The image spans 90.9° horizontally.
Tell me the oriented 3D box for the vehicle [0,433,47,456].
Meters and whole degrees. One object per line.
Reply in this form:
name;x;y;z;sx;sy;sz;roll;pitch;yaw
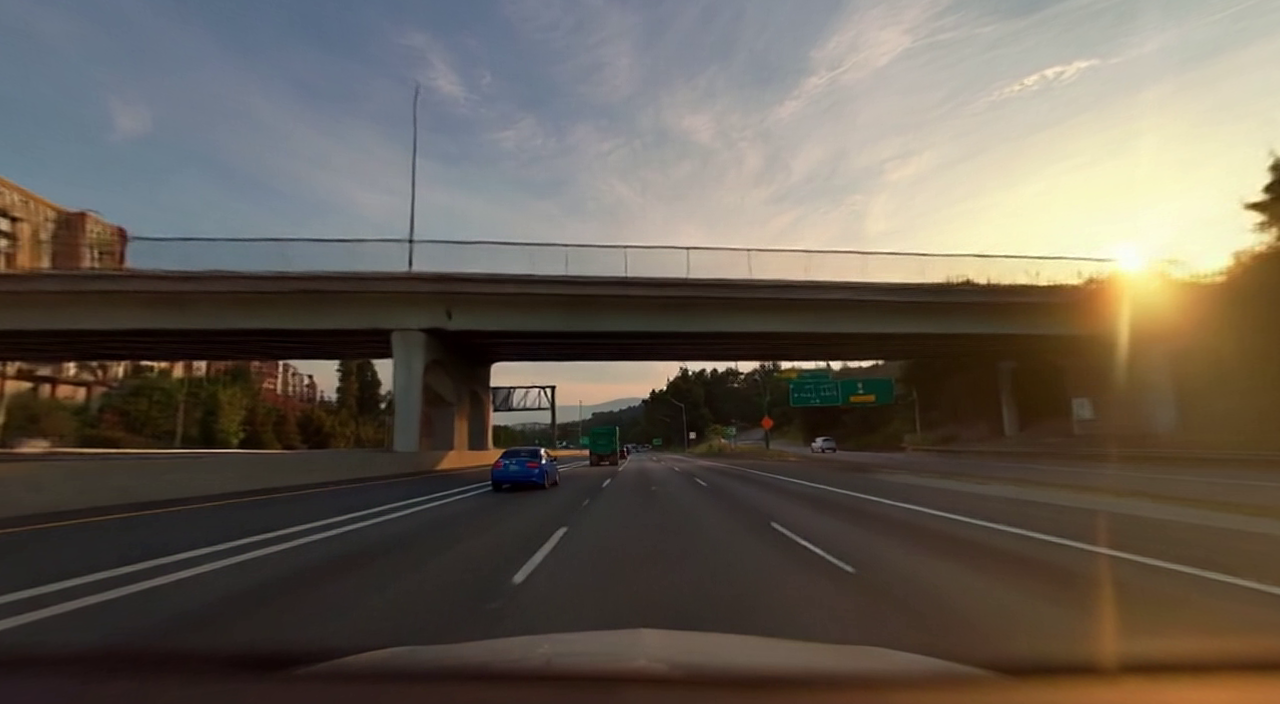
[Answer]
vehicle;-42.642;6.240;42.399;1.669;1.458;3.793;1;-9;0

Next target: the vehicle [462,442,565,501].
vehicle;-3.551;3.448;18.589;2.039;1.478;4.483;0;-9;1
